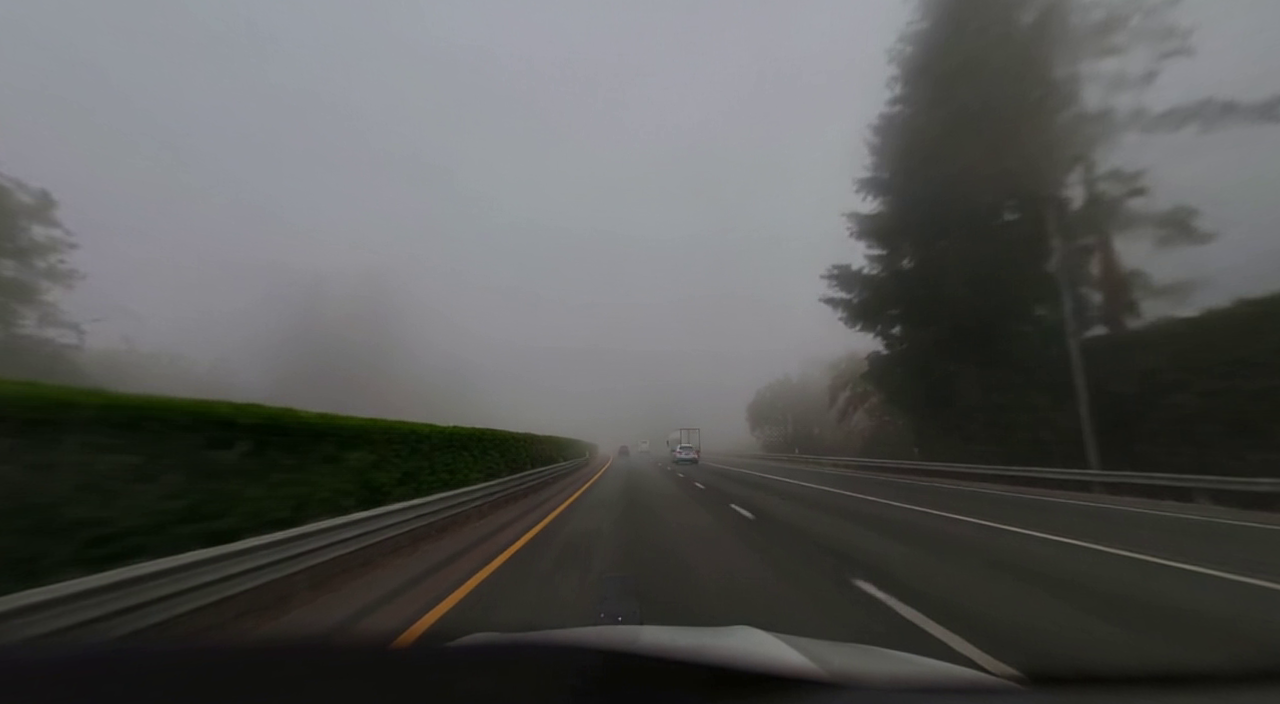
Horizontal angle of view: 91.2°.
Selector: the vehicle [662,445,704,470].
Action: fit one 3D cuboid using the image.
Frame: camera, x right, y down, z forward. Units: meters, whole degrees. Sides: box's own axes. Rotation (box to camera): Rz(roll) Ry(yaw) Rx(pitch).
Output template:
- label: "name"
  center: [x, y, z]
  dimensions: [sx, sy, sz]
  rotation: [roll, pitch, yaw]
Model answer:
- label: "vehicle"
  center: [2.732, 6.807, 40.734]
  dimensions: [2.244, 1.498, 4.338]
  rotation: [0, -9, -2]
